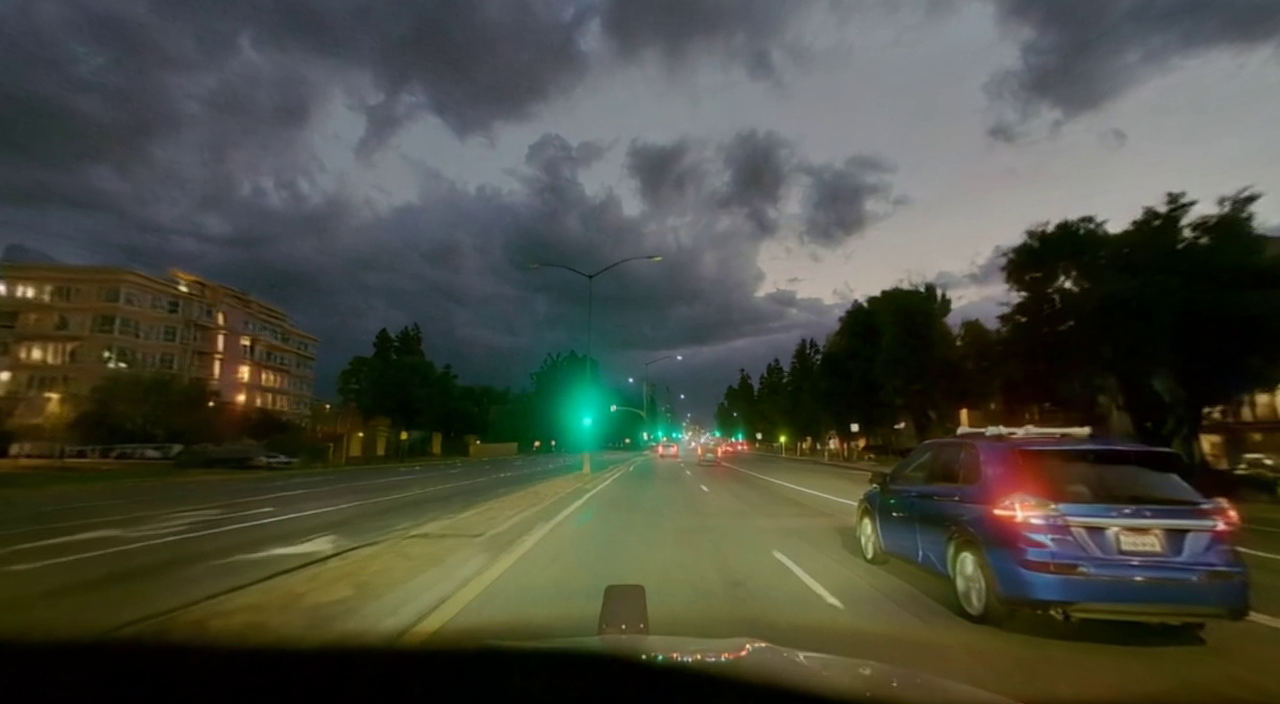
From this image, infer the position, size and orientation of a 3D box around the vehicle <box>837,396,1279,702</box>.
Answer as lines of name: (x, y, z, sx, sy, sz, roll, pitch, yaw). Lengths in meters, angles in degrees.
vehicle: (3.284, 1.349, 5.446, 1.901, 1.634, 3.952, 0, -8, 1)

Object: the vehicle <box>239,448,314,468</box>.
vehicle: (-26.364, 7.666, 45.776, 4.384, 1.416, 1.969, -1, -8, 8)

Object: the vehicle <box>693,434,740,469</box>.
vehicle: (4.276, 5.668, 35.976, 2.154, 1.844, 4.634, 0, -8, 1)

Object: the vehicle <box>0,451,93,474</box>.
vehicle: (-40.635, 7.499, 43.070, 1.787, 1.443, 4.737, -2, -8, 10)
